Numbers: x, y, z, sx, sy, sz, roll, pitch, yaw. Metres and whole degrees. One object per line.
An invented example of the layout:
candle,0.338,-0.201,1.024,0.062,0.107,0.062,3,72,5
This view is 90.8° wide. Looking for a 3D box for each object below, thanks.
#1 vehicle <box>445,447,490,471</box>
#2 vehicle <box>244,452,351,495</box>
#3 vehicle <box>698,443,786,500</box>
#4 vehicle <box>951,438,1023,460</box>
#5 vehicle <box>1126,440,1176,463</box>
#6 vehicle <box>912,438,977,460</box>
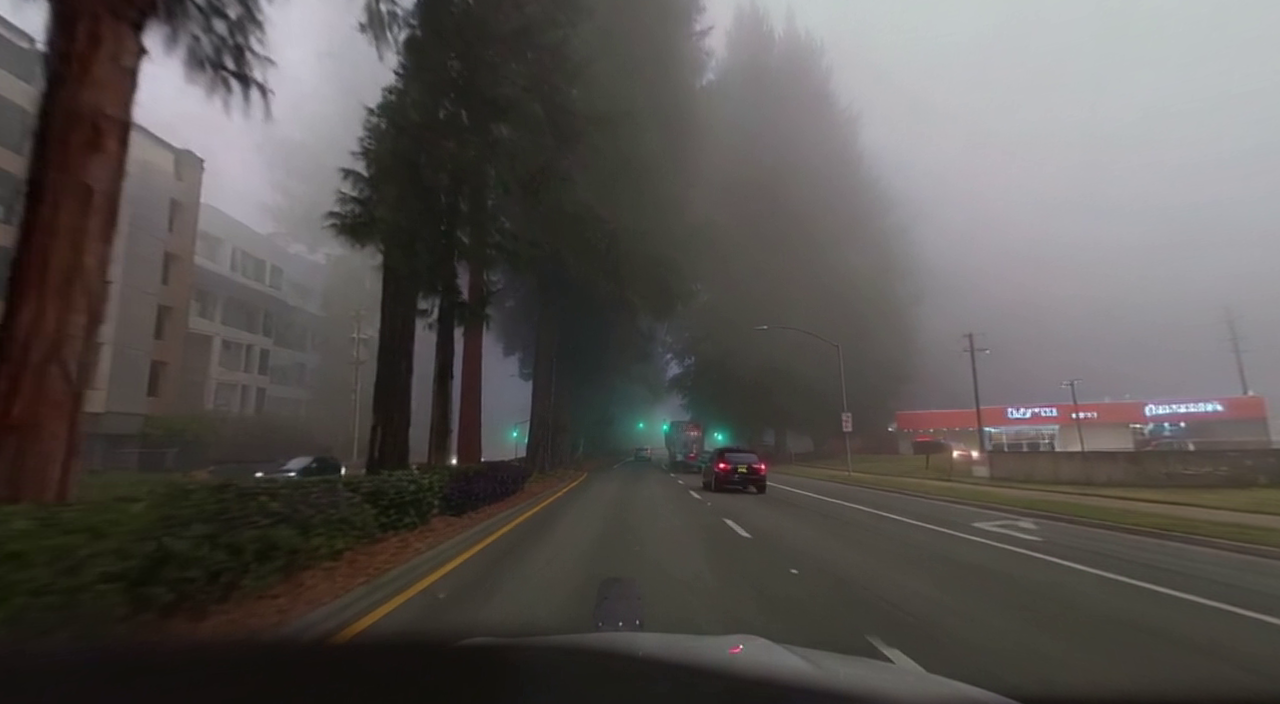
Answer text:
vehicle,-13.298,8.256,49.016,1.987,1.579,4.739,-3,-8,2
vehicle,-14.284,5.038,26.664,1.988,1.527,4.359,0,-8,2
vehicle,3.143,3.754,20.299,2.041,1.531,4.236,1,-8,-1
vehicle,19.277,5.394,35.157,3.242,1.165,1.363,1,-7,-5
vehicle,40.226,7.833,49.795,2.355,1.684,4.061,-4,-9,30
vehicle,19.358,6.161,40.267,3.361,1.321,1.571,2,-8,-7
